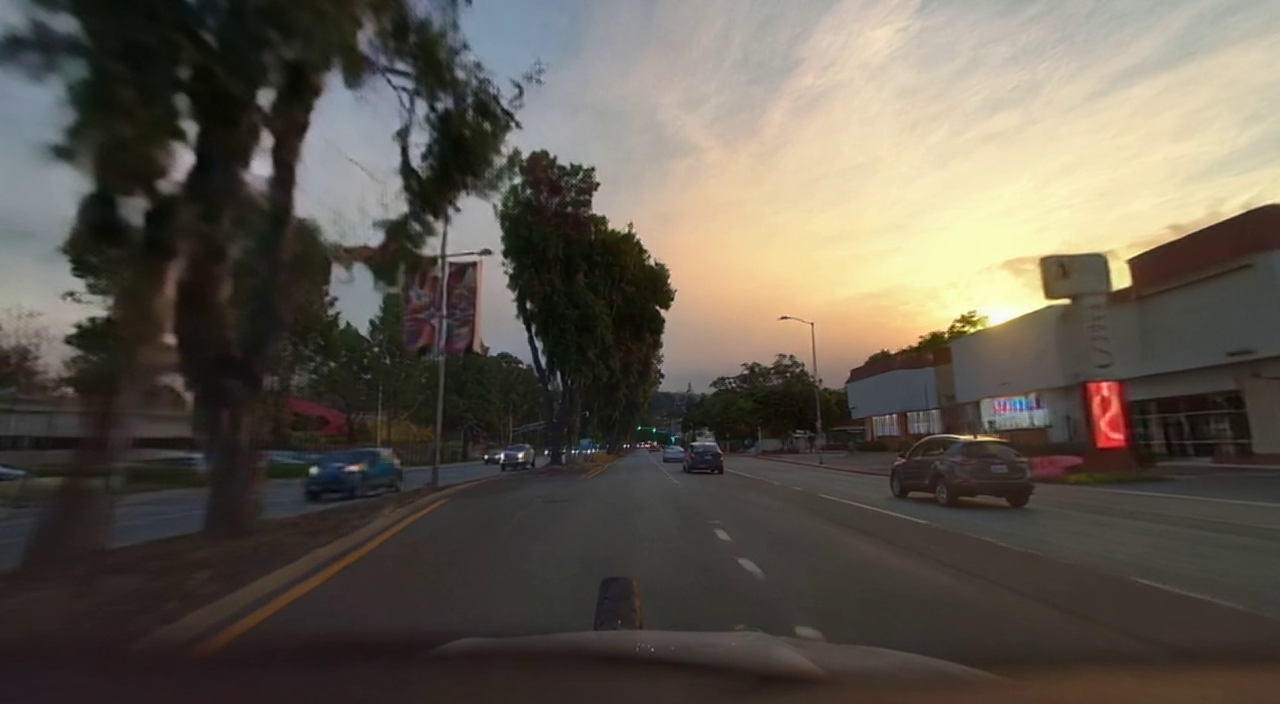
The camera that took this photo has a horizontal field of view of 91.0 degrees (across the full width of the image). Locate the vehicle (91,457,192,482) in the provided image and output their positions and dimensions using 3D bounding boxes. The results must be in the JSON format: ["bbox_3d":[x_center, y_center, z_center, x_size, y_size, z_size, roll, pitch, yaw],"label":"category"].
[{"bbox_3d":[-30.375,7.140,38.401,4.598,1.447,1.772,0,-8,0],"label":"vehicle"}]

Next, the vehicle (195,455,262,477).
[{"bbox_3d":[-28.777,7.977,44.038,3.453,1.405,1.745,0,-8,2],"label":"vehicle"}]

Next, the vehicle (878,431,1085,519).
[{"bbox_3d":[6.770,2.467,13.122,1.886,1.528,4.169,0,-9,-2],"label":"vehicle"}]

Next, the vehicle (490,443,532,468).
[{"bbox_3d":[-9.480,7.636,46.594,2.160,1.785,4.280,0,-9,0],"label":"vehicle"}]

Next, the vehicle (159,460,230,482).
[{"bbox_3d":[-29.262,7.835,41.421,3.281,1.321,1.809,0,-8,2],"label":"vehicle"}]

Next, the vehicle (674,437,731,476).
[{"bbox_3d":[2.823,4.863,29.441,2.161,1.676,4.151,0,-9,-1],"label":"vehicle"}]

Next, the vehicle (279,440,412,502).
[{"bbox_3d":[-9.055,3.665,19.856,2.024,1.699,4.363,0,-9,0],"label":"vehicle"}]
